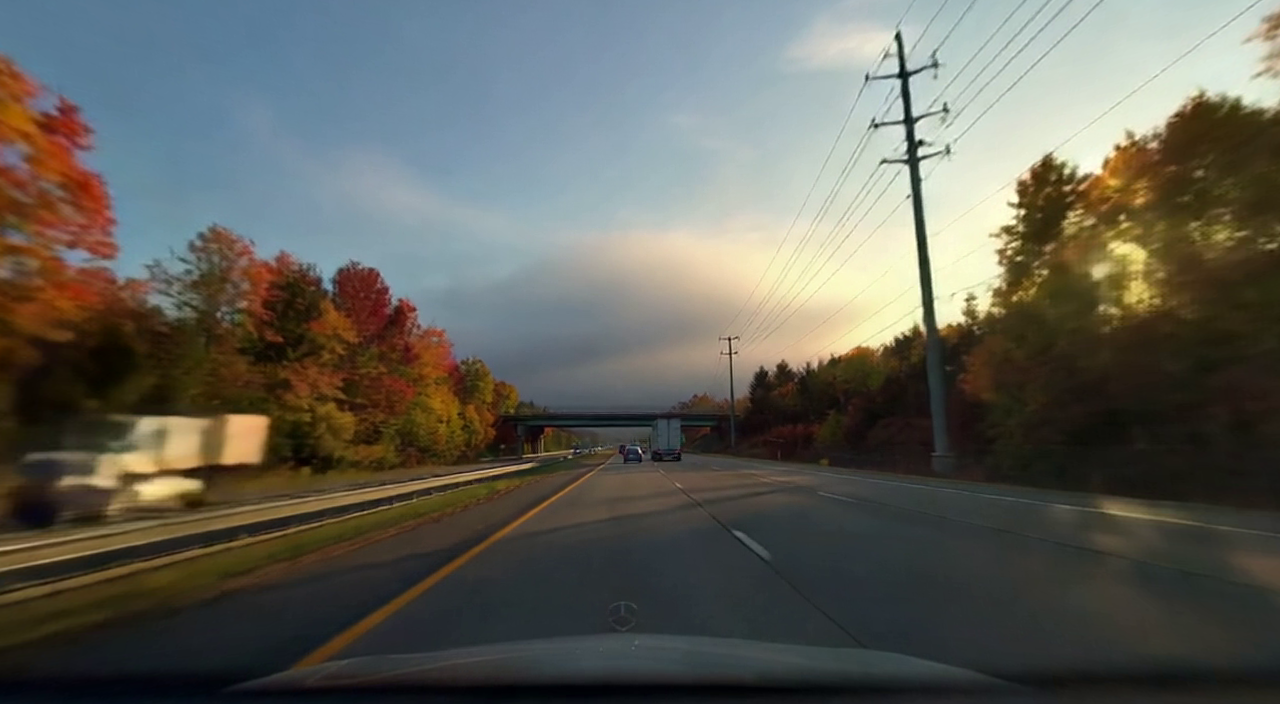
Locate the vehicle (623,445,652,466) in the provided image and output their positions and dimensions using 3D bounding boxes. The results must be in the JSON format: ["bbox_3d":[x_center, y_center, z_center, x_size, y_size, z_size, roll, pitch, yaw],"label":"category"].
[{"bbox_3d":[-0.211,7.560,45.846,1.961,1.454,3.755,0,-9,-2],"label":"vehicle"}]

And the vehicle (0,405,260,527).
[{"bbox_3d":[-13.643,3.007,17.071,2.377,2.618,6.692,0,-9,0],"label":"vehicle"}]
